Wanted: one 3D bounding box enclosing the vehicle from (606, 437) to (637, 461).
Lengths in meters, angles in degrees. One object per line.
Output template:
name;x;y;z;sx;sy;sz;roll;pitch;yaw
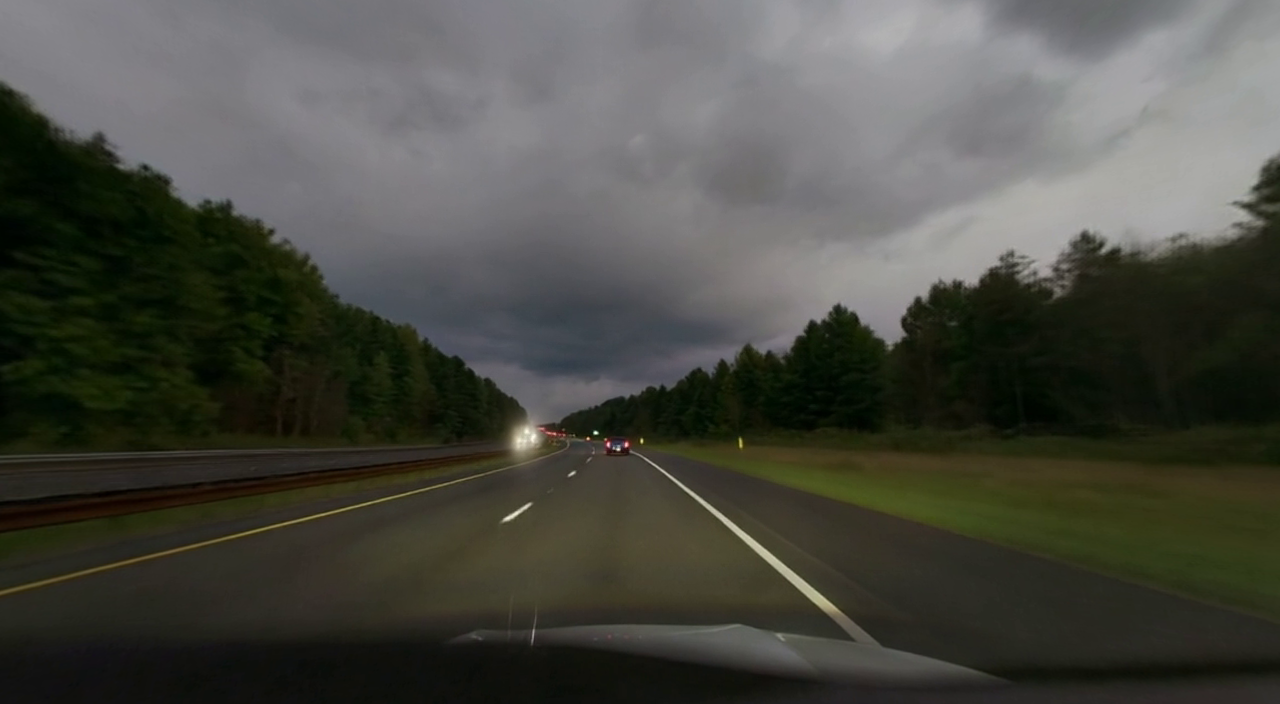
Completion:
vehicle;-1.315;6.636;43.320;2.004;1.515;3.968;0;-8;-3
